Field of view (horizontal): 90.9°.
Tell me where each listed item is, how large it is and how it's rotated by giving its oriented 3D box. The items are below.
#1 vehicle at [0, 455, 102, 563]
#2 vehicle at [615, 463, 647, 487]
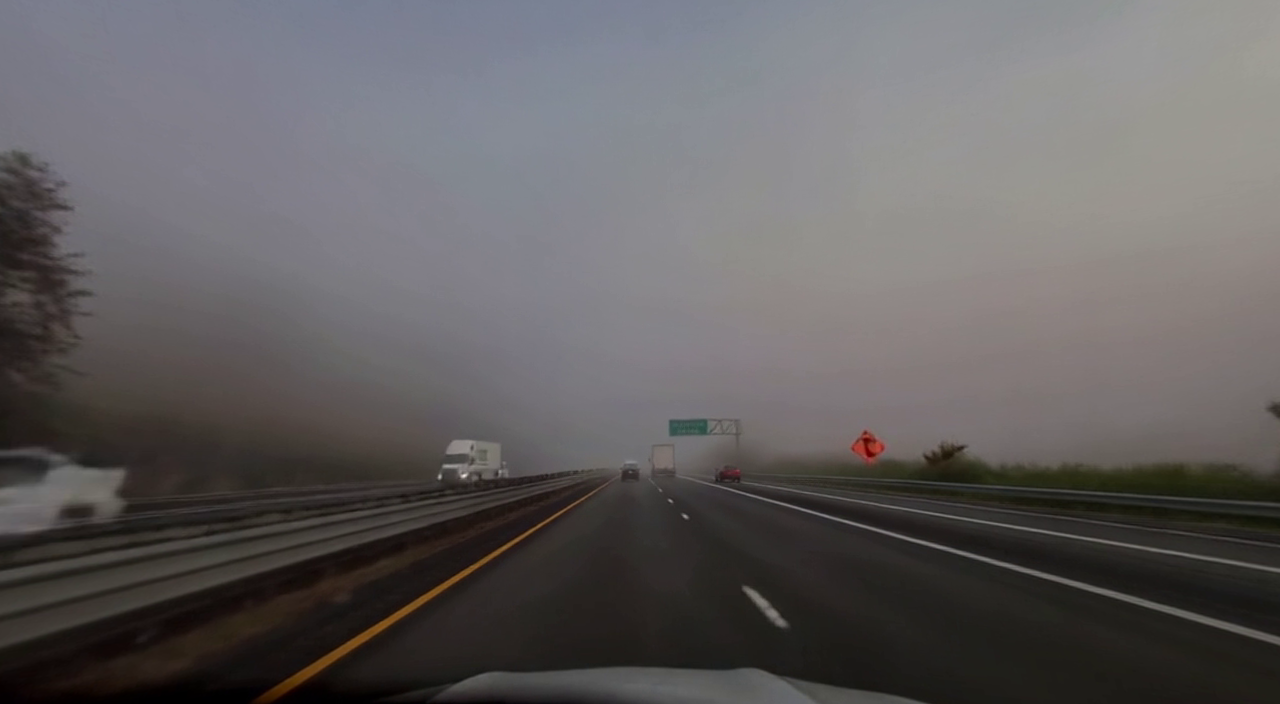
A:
[{"bbox_3d":[-9.976,2.146,8.516,1.892,1.497,3.878,1,-10,0],"label":"vehicle"},{"bbox_3d":[-0.611,8.079,41.490,2.025,1.452,3.927,1,-10,-1],"label":"vehicle"}]
